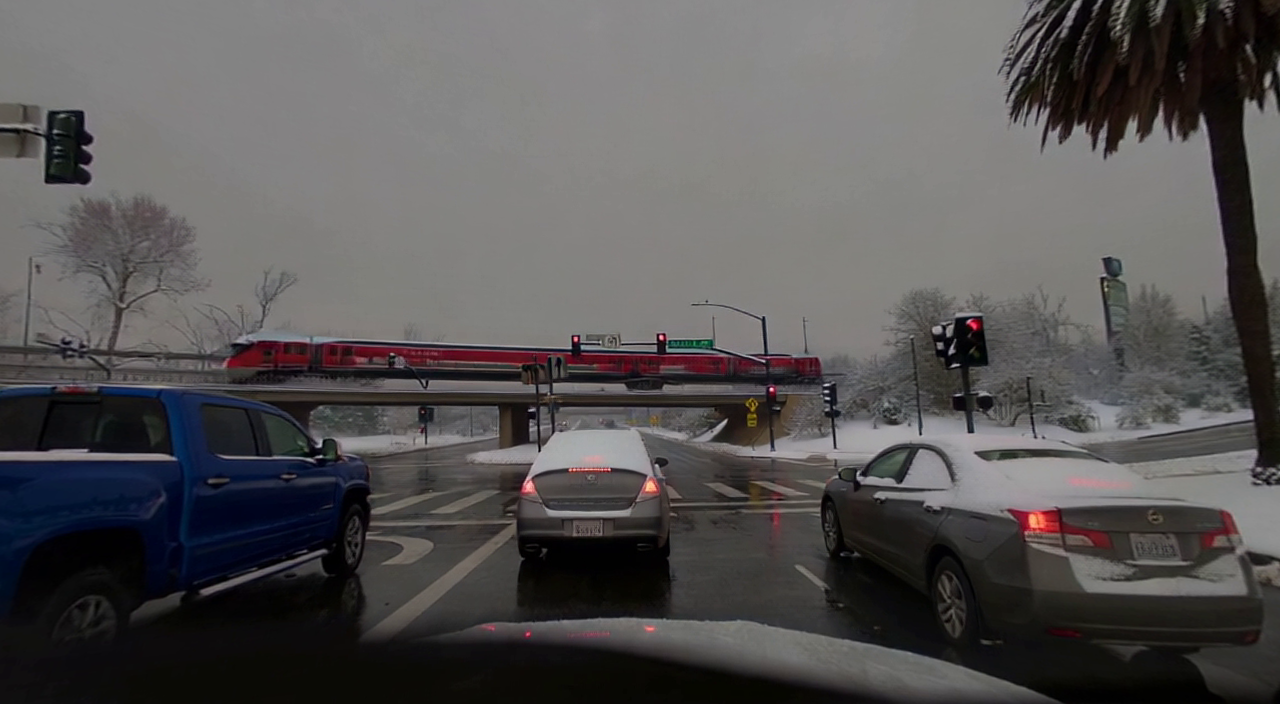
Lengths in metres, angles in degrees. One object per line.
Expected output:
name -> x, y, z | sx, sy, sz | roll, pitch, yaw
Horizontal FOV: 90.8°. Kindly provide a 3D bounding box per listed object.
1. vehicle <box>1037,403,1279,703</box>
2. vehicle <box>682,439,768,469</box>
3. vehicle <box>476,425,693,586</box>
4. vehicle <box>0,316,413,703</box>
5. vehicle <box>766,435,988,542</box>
vehicle -> 3.891, 0.888, 2.185 | 2.052, 1.496, 4.541 | 0, -9, 0
vehicle -> 4.217, 5.136, 31.968 | 1.878, 1.428, 4.416 | 5, -10, -32
vehicle -> -0.627, 1.759, 8.082 | 2.035, 1.491, 4.090 | 0, -9, -3
vehicle -> -3.820, 1.125, 5.014 | 2.078, 1.838, 5.448 | 0, -9, -1
vehicle -> 3.705, 2.211, 10.955 | 1.965, 1.448, 4.486 | 0, -9, -2
